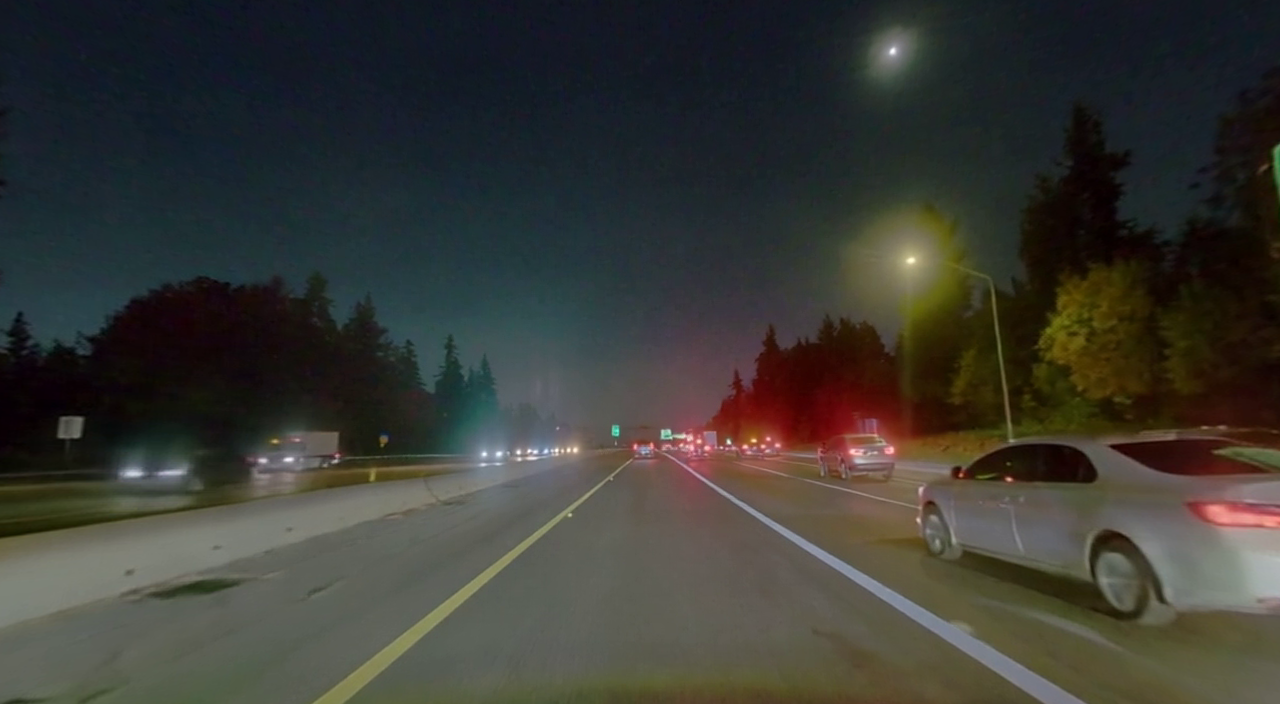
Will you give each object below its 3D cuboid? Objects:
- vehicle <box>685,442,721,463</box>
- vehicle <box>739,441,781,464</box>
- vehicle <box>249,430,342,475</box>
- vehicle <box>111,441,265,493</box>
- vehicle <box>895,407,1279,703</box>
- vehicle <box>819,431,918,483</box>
[{"bbox_3d":[4.502,7.263,45.711,2.118,1.438,4.312,0,-8,-1],"label":"vehicle"},{"bbox_3d":[8.088,6.821,42.936,1.919,1.476,4.303,0,-8,-1],"label":"vehicle"},{"bbox_3d":[-21.330,6.246,39.466,2.442,2.577,5.925,0,-8,0],"label":"vehicle"},{"bbox_3d":[-17.166,4.365,24.359,2.209,1.774,4.989,0,-8,0],"label":"vehicle"},{"bbox_3d":[4.203,1.309,5.040,2.223,1.483,5.075,0,-8,0],"label":"vehicle"},{"bbox_3d":[8.213,3.814,23.106,1.986,1.703,4.226,0,-8,-1],"label":"vehicle"}]
